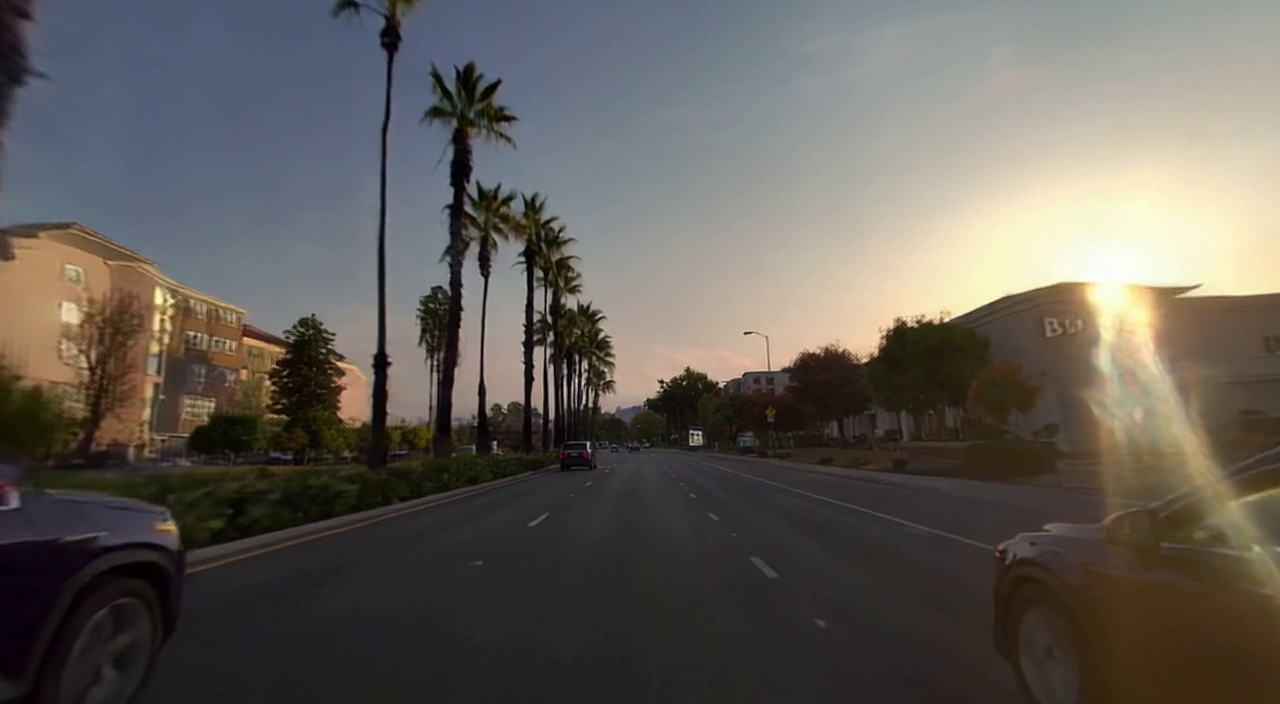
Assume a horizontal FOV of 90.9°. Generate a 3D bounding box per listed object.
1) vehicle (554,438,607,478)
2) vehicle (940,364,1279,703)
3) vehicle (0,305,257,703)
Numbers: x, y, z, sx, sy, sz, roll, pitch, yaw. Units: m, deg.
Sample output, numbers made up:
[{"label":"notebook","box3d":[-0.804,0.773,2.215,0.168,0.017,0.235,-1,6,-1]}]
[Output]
[{"label":"vehicle","box3d":[-2.727,4.980,29.973,1.998,1.743,4.402,0,-8,1]},{"label":"vehicle","box3d":[2.823,0.789,1.781,1.946,1.513,4.133,0,-8,1]},{"label":"vehicle","box3d":[-3.213,0.633,1.317,2.058,1.804,4.391,0,-8,-1]}]
